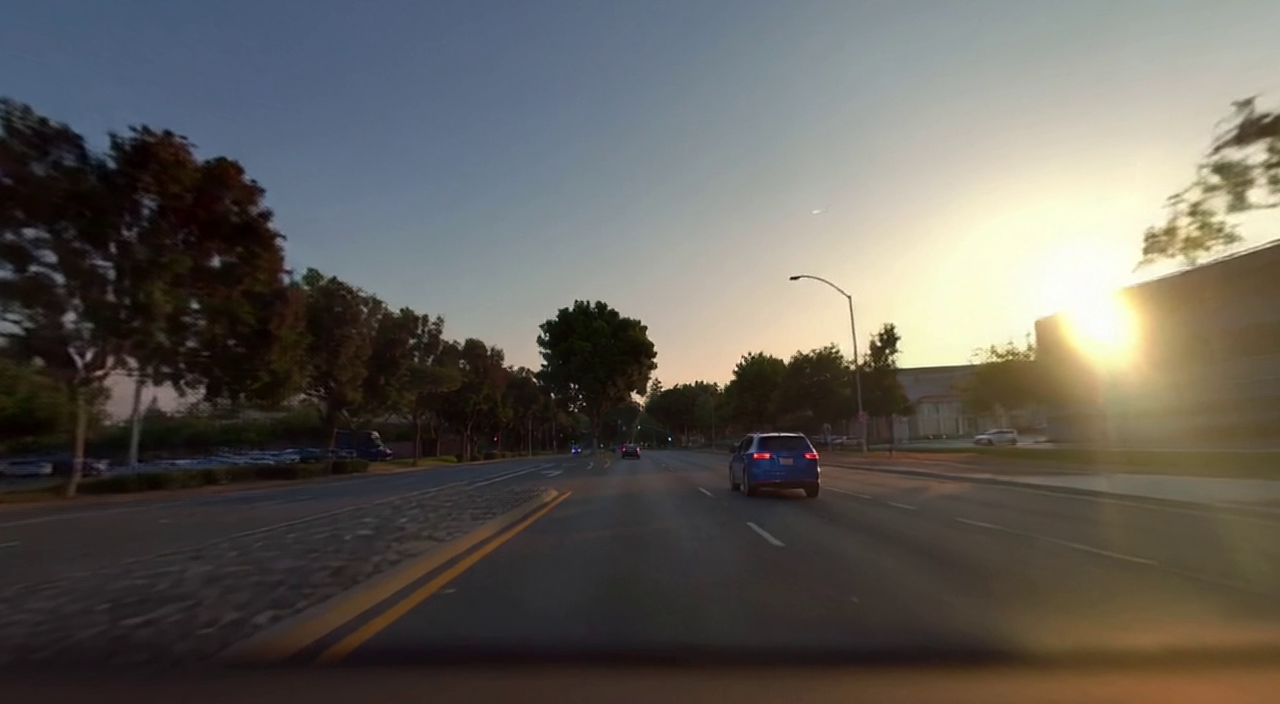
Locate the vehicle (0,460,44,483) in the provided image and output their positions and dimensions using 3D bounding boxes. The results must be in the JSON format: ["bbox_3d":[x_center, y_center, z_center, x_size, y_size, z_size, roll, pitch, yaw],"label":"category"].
[{"bbox_3d":[-44.444,8.371,44.200,1.793,1.442,3.704,0,-8,-1],"label":"vehicle"}]

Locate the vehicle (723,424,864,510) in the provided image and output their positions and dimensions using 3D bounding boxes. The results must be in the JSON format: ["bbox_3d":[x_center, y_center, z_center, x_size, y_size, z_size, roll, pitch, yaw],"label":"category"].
[{"bbox_3d":[3.286,2.578,14.566,2.060,1.665,4.284,0,-8,-2],"label":"vehicle"}]

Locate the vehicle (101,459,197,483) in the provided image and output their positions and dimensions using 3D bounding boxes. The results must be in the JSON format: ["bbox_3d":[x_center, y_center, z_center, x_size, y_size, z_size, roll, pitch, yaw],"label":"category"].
[{"bbox_3d":[-30.938,7.491,39.889,4.415,1.418,1.961,0,-8,-1],"label":"vehicle"}]
